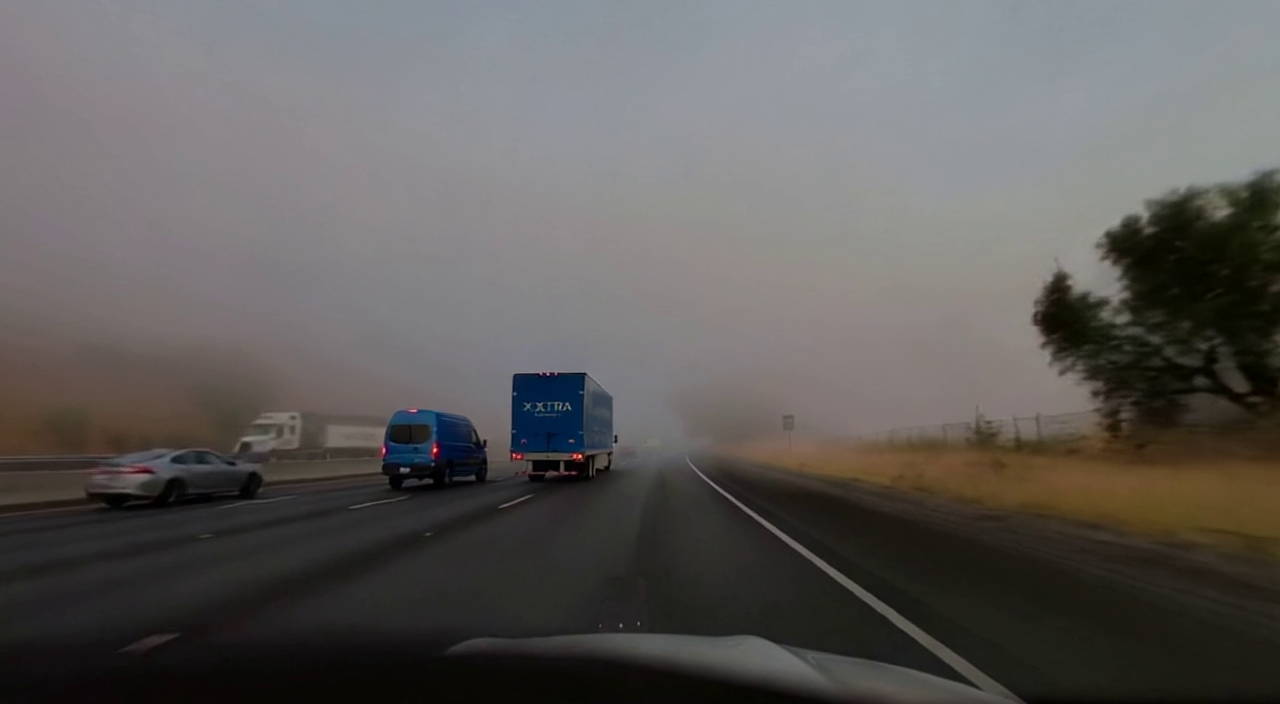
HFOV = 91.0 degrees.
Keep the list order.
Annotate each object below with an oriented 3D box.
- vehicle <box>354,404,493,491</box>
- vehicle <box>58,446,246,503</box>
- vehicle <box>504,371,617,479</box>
[{"bbox_3d":[-7.260,3.327,22.115,2.469,2.615,5.874,0,-8,3],"label":"vehicle"},{"bbox_3d":[-14.667,3.661,19.384,1.901,1.487,4.622,0,-8,3],"label":"vehicle"},{"bbox_3d":[-3.145,3.422,28.425,3.183,4.011,9.617,0,-8,4],"label":"vehicle"}]
